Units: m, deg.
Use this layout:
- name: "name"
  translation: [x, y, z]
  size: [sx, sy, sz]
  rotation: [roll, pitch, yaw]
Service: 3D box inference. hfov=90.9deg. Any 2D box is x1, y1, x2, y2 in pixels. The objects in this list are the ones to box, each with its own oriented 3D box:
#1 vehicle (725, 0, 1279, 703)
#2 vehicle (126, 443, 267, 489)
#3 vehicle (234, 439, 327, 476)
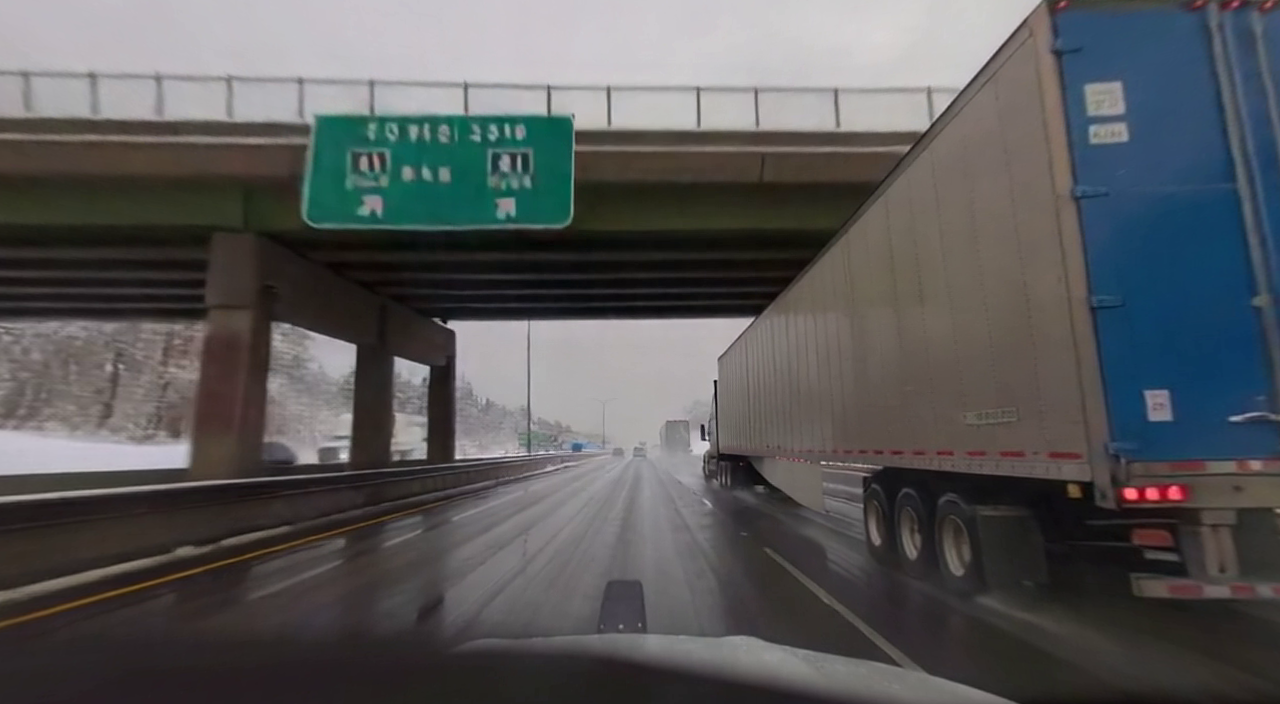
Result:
- name: "vehicle"
  translation: [3.856, 0.795, 10.004]
  size: [2.825, 4.054, 14.210]
  rotation: [0, -9, -1]
- name: "vehicle"
  translation: [-15.312, 3.954, 22.101]
  size: [1.865, 1.434, 4.197]
  rotation: [0, -9, 0]
- name: "vehicle"
  translation: [-18.779, 5.530, 33.213]
  size: [2.040, 1.755, 4.902]
  rotation: [0, -9, -1]
